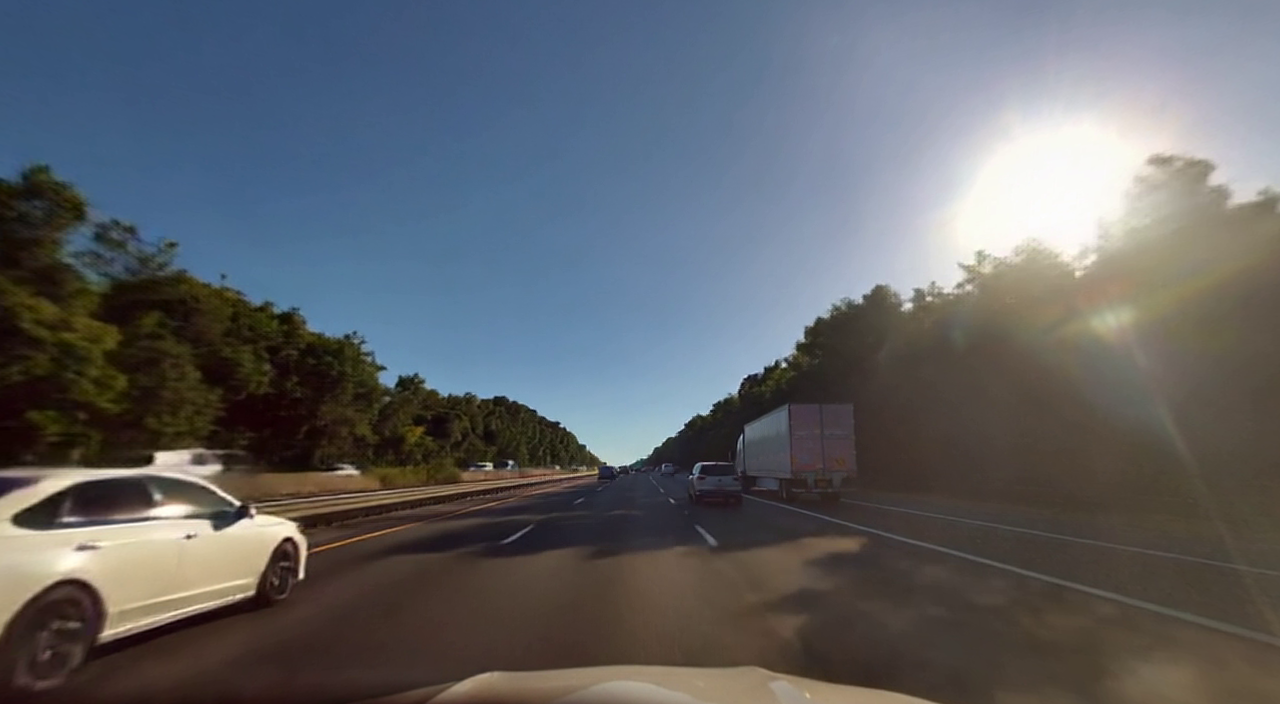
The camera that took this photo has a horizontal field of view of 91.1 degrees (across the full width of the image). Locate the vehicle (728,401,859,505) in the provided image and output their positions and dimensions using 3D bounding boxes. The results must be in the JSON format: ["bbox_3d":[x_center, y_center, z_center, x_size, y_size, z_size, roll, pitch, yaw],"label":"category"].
[{"bbox_3d":[7.404,5.554,34.017,2.883,4.151,17.144,1,-10,0],"label":"vehicle"}]

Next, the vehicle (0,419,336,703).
[{"bbox_3d":[-3.817,1.131,3.288,2.065,1.485,4.682,1,-10,0],"label":"vehicle"}]

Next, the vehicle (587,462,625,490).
[{"bbox_3d":[-1.981,7.482,38.094,2.025,1.547,4.150,1,-10,1],"label":"vehicle"}]

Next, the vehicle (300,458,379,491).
[{"bbox_3d":[-15.234,6.252,32.113,1.941,1.514,4.221,1,-10,0],"label":"vehicle"}]

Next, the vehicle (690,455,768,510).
[{"bbox_3d":[3.077,4.643,22.654,2.050,1.708,4.457,1,-10,-1],"label":"vehicle"}]
